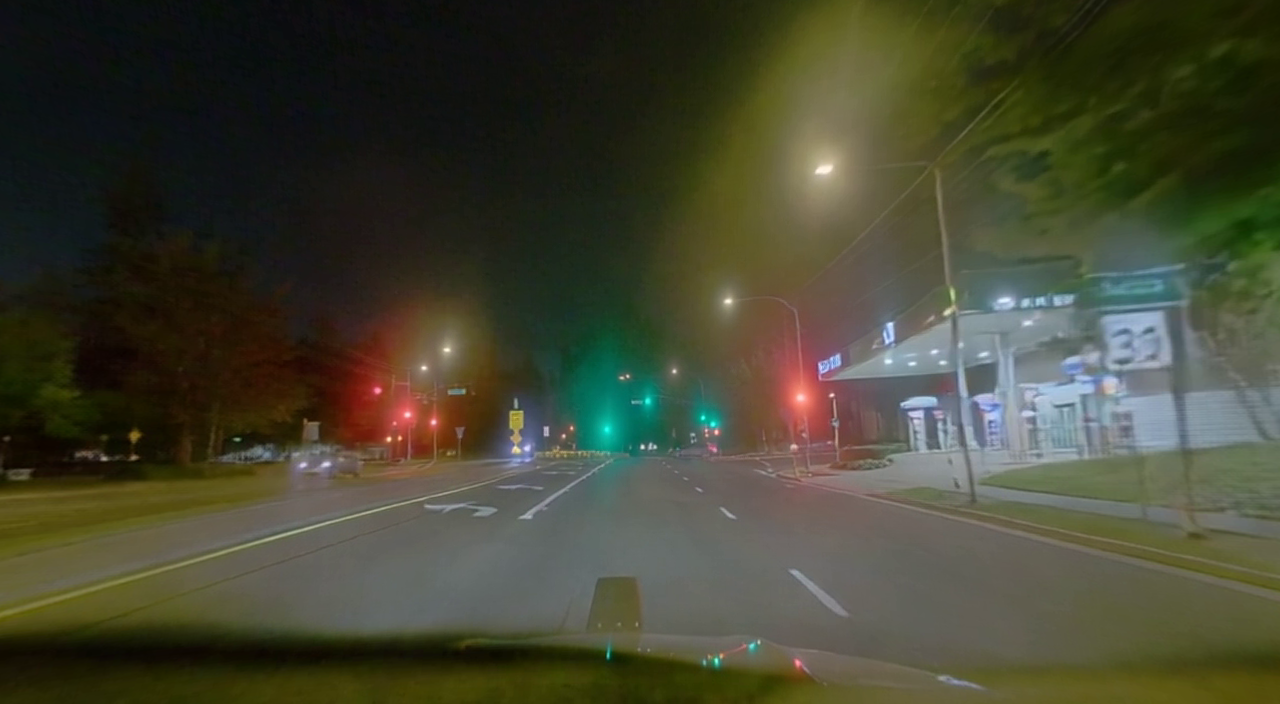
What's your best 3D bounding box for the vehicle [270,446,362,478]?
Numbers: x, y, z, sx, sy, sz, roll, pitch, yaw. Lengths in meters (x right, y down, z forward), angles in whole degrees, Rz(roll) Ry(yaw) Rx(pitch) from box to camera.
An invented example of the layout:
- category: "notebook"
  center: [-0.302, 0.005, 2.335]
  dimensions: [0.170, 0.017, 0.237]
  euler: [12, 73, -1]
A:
- category: "vehicle"
  center: [-15.979, 5.428, 31.487]
  dimensions: [1.911, 1.478, 4.601]
  euler: [-1, -8, 4]
